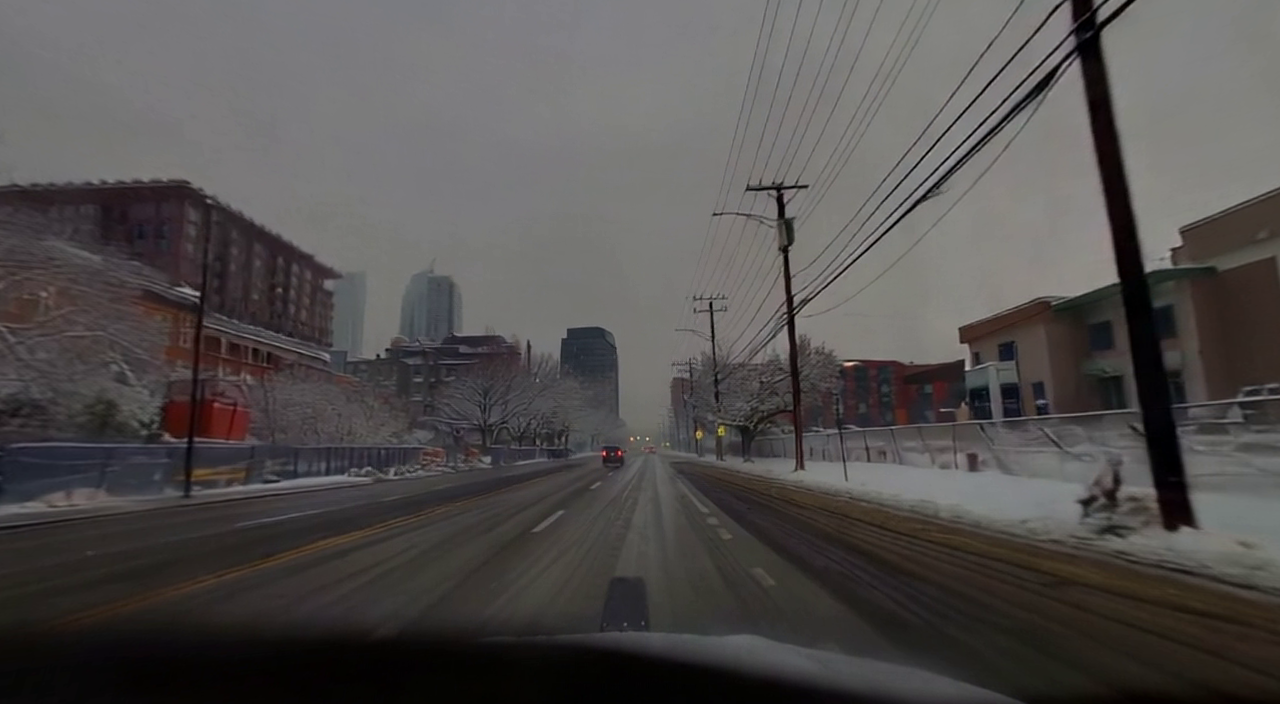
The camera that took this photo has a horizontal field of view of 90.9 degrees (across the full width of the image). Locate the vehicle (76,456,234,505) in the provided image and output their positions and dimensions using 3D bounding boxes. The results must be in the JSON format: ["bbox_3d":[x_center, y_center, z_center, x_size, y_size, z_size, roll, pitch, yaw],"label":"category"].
[{"bbox_3d":[-17.253,4.552,22.806,1.995,1.460,4.802,0,-8,-1],"label":"vehicle"}]
